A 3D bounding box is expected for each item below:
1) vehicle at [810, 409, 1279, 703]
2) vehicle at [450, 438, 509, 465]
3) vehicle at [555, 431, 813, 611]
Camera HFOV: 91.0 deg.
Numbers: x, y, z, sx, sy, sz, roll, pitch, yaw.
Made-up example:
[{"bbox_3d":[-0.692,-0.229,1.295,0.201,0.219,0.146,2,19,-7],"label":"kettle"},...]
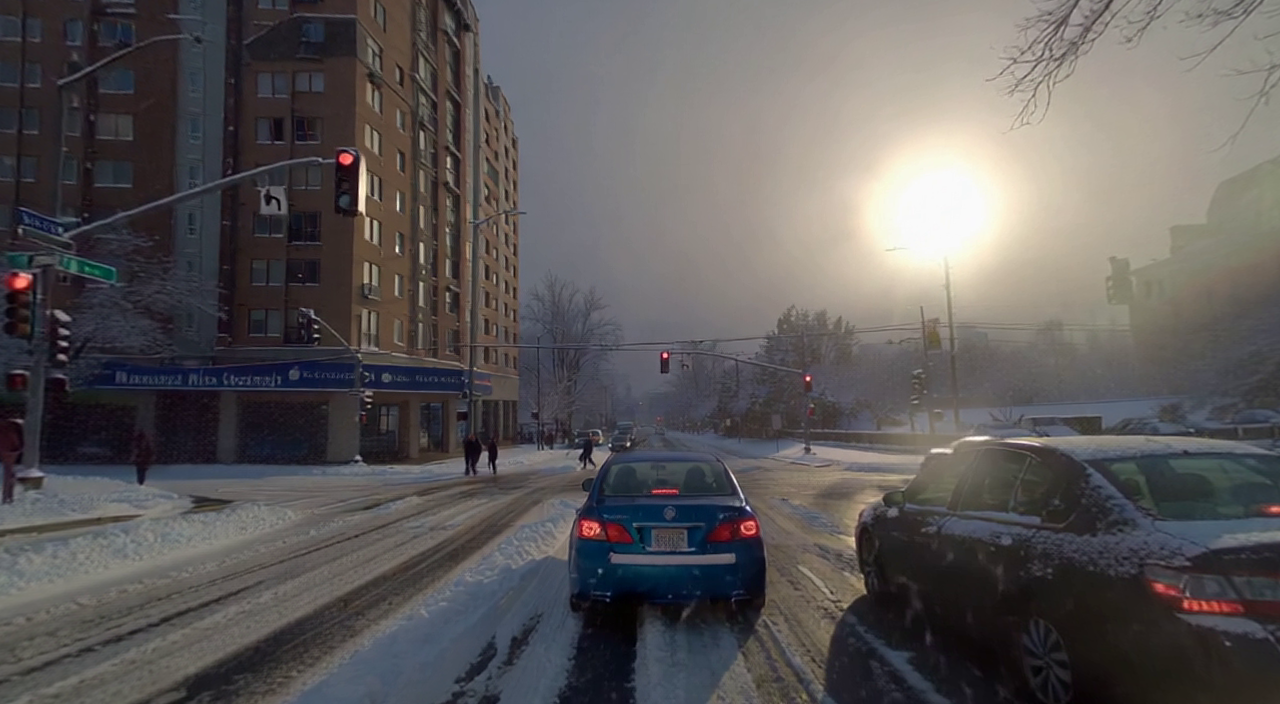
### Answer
[{"bbox_3d":[2.820,1.286,4.551,1.961,1.498,4.356,0,-8,0],"label":"vehicle"},{"bbox_3d":[-9.997,6.254,39.559,2.030,1.596,3.912,-2,-9,11],"label":"vehicle"},{"bbox_3d":[0.290,1.696,7.301,2.132,1.464,4.089,0,-8,-2],"label":"vehicle"}]
